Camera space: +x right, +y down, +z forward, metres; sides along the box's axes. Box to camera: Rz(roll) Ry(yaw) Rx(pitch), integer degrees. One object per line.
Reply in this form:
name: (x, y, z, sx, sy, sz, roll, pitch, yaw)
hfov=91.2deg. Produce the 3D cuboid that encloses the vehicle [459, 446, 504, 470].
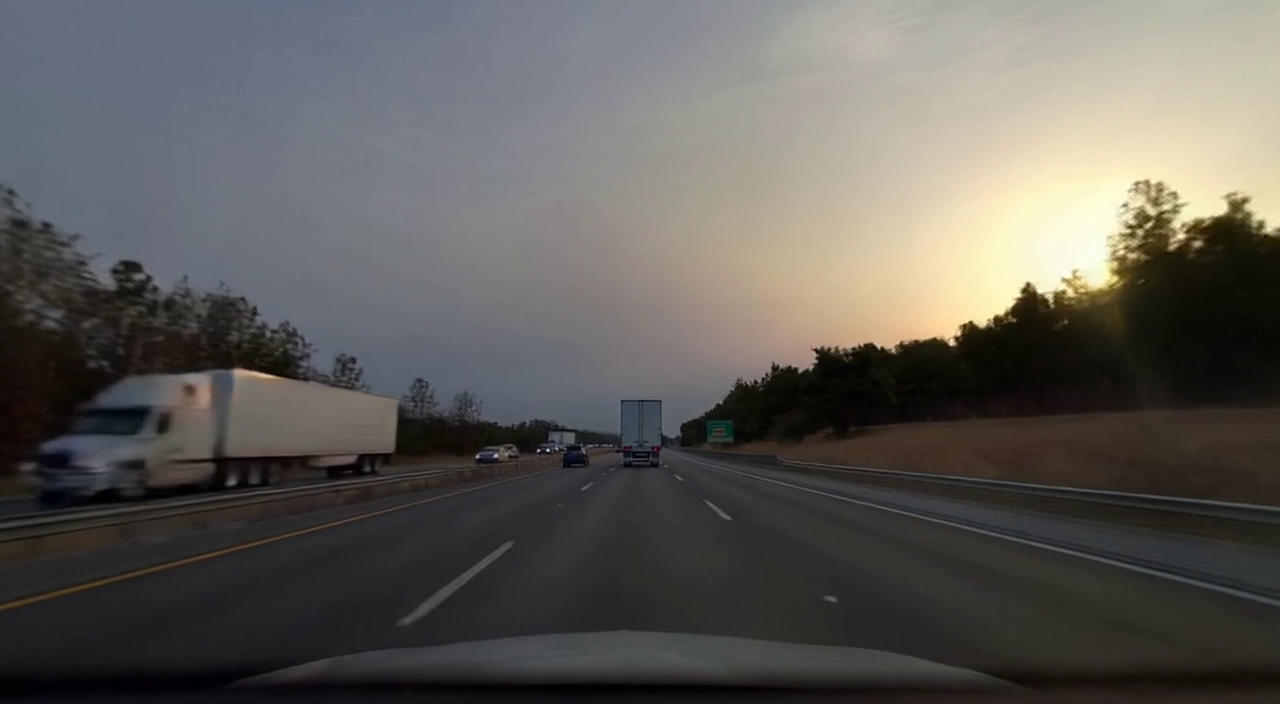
vehicle: (-10.263, 6.872, 40.842, 1.845, 1.488, 4.104, 0, -9, 1)

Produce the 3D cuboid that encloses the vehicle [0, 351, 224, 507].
vehicle: (-14.853, 2.231, 17.910, 2.934, 3.940, 3.841, 0, -9, 1)

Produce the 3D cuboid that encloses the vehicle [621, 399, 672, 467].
vehicle: (0.340, 5.765, 43.577, 3.100, 4.091, 10.664, 0, -9, 0)

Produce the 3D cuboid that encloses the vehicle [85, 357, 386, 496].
vehicle: (-14.755, 3.259, 25.533, 2.947, 4.091, 13.930, 0, -9, 0)

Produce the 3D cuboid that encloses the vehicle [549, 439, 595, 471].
vehicle: (-3.759, 5.808, 35.486, 2.112, 1.645, 4.129, 0, -9, 0)
